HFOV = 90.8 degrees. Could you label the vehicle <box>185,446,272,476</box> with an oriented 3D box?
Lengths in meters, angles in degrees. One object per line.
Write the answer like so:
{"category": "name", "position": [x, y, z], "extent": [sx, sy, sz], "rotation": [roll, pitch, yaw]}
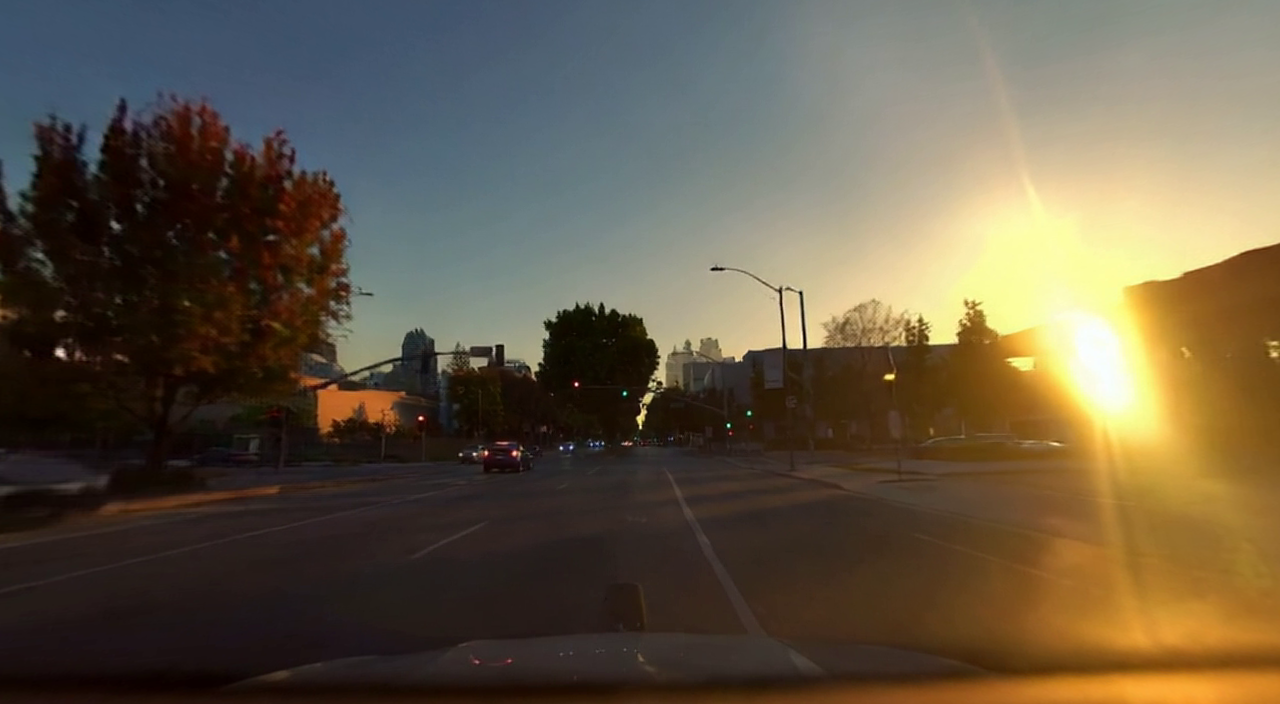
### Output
{"category": "vehicle", "position": [-31.069, 8.228, 47.831], "extent": [4.957, 1.928, 2.203], "rotation": [-2, -8, -5]}

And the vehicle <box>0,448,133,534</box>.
{"category": "vehicle", "position": [-11.914, 2.459, 11.286], "extent": [1.987, 1.445, 4.482], "rotation": [0, -9, 0]}

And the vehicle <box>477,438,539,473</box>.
{"category": "vehicle", "position": [-7.019, 5.548, 34.116], "extent": [2.262, 1.708, 4.466], "rotation": [-1, -9, 2]}
